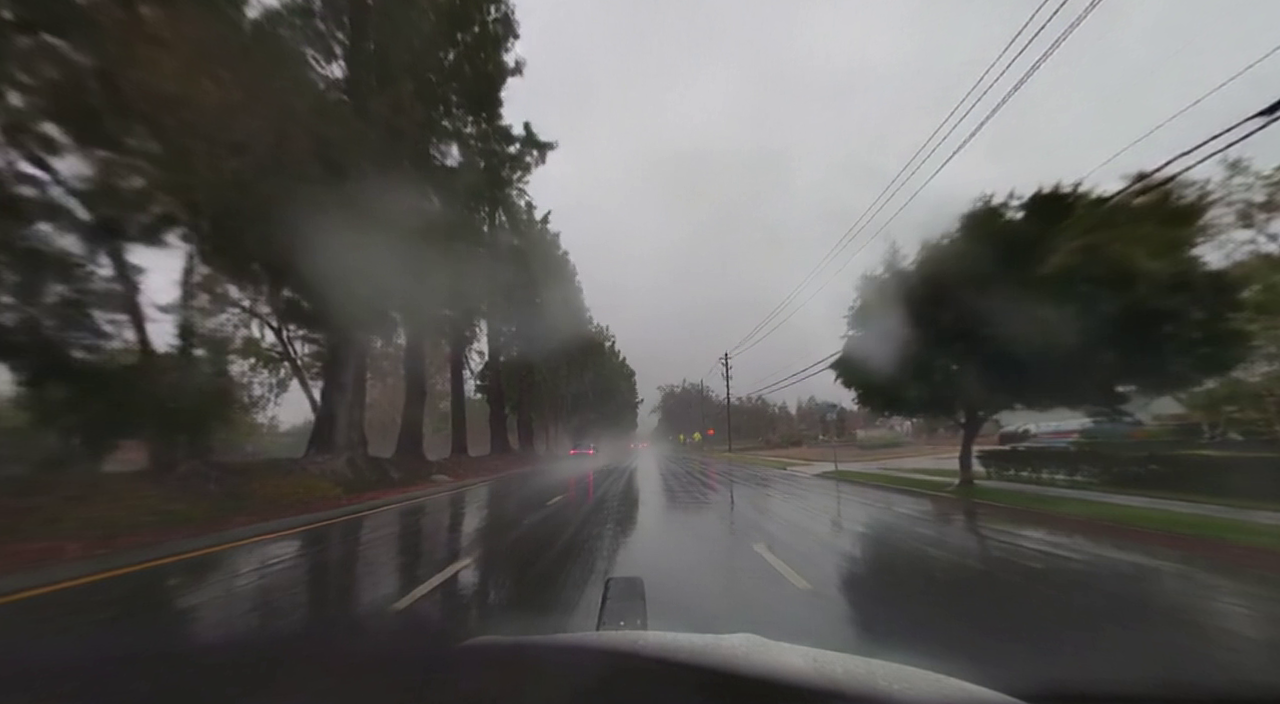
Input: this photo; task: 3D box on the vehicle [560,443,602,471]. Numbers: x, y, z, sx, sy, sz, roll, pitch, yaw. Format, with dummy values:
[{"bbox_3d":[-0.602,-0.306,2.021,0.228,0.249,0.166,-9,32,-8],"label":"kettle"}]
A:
[{"bbox_3d":[-3.380,6.046,36.648,2.007,1.514,4.049,0,-8,1],"label":"vehicle"}]
